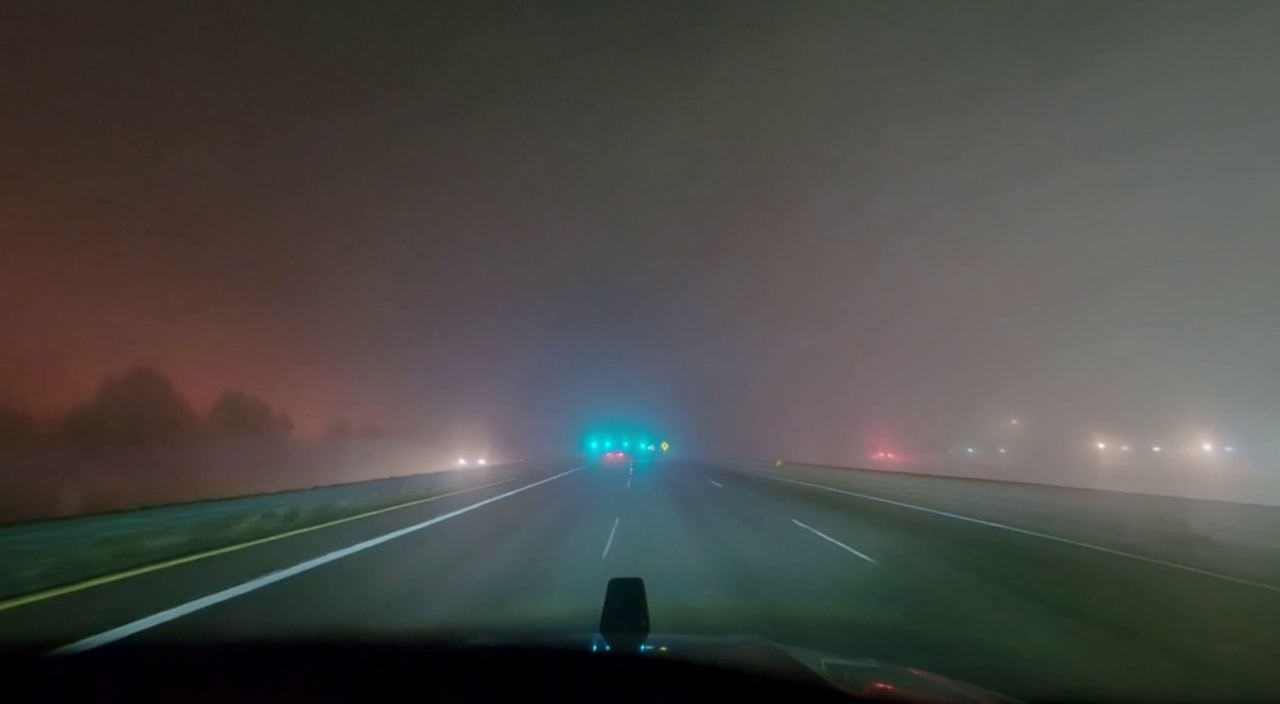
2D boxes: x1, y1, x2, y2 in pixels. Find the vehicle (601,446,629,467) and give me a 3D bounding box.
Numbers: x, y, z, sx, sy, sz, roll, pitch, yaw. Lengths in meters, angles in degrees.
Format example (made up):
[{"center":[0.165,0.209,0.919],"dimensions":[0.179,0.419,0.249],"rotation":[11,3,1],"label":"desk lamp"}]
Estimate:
[{"center":[-1.950,8.179,49.388],"dimensions":[2.050,1.530,4.144],"rotation":[0,-8,0],"label":"vehicle"}]
